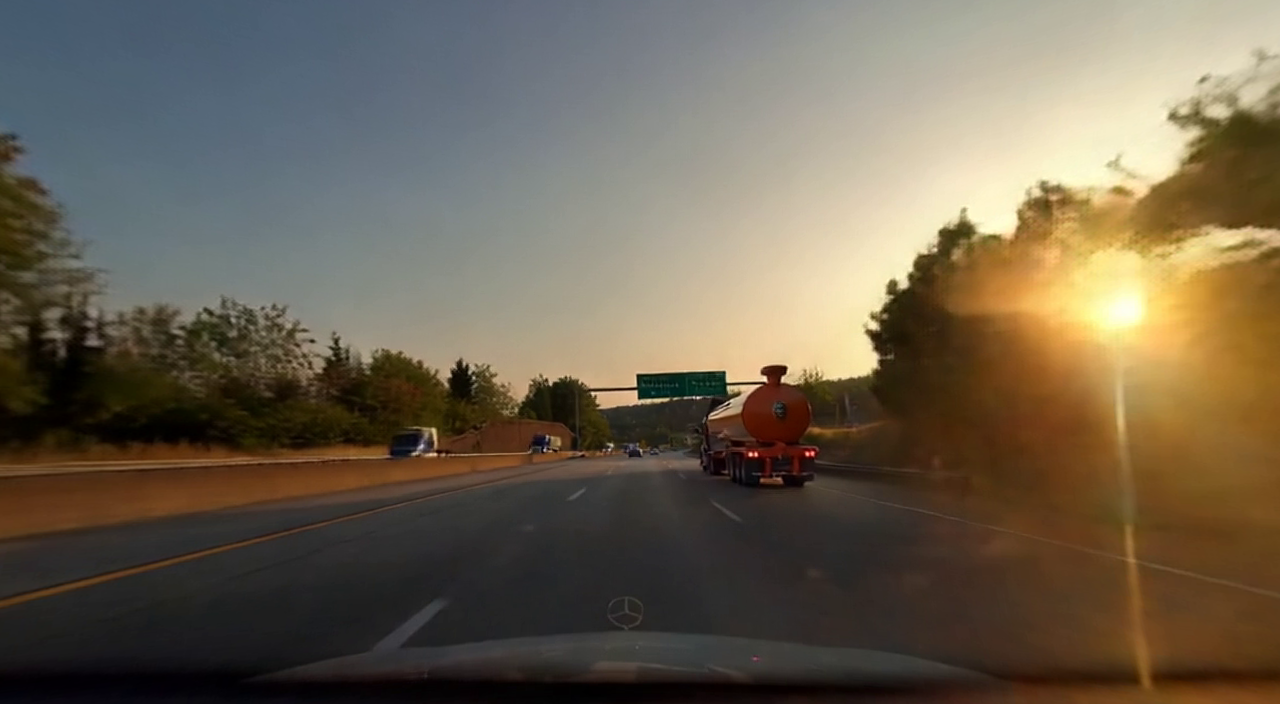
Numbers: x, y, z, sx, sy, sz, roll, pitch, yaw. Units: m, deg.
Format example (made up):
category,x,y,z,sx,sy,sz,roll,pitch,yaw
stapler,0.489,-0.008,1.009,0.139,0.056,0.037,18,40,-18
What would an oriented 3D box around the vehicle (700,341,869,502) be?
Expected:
category,x,y,z,sx,sy,sz,roll,pitch,yaw
vehicle,4.317,2.793,22.944,2.784,4.080,13.516,-2,-9,-1
